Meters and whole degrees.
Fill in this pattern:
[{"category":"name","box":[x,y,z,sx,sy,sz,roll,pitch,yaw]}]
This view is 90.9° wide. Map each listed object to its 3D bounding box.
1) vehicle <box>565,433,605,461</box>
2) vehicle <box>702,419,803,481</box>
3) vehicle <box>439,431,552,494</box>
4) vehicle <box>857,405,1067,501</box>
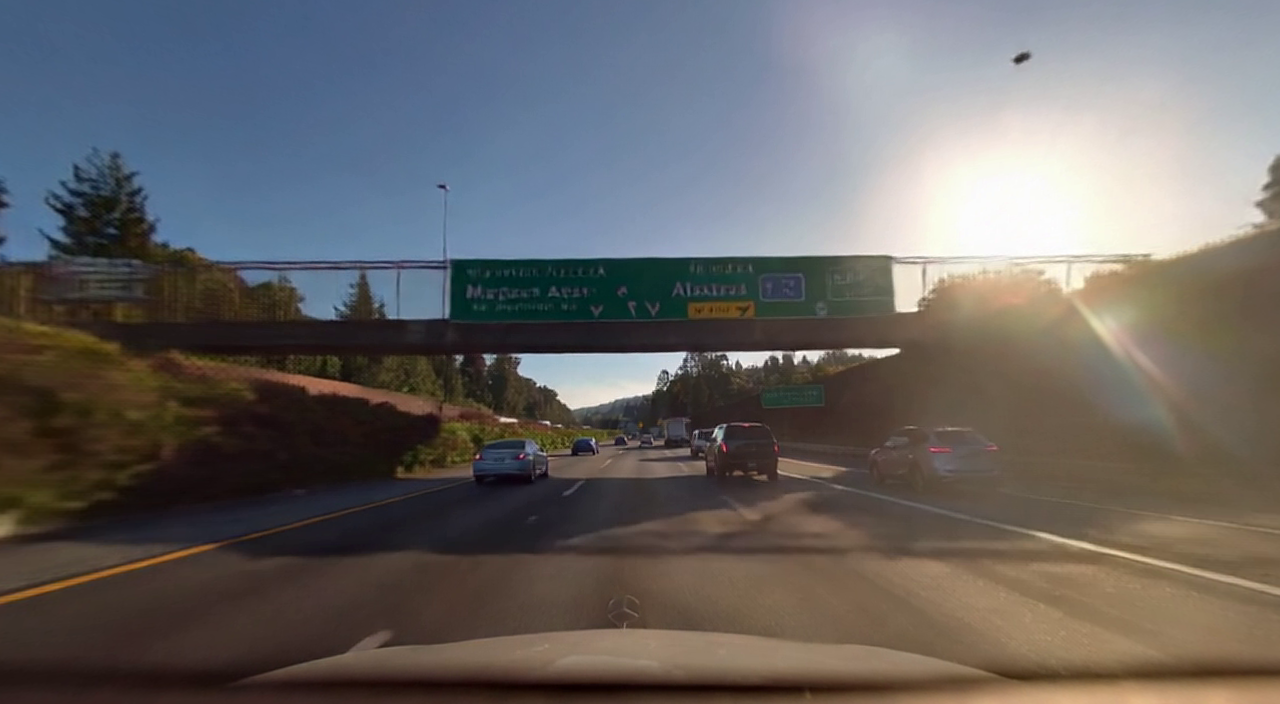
[{"category":"vehicle","box":[-3.341,5.890,39.307,2.020,1.628,4.248,0,-8,2]},{"category":"vehicle","box":[3.800,3.479,22.612,2.517,1.935,5.552,0,-8,-1]},{"category":"vehicle","box":[-3.708,2.909,16.985,1.978,1.473,4.073,0,-8,1]},{"category":"vehicle","box":[7.674,2.509,15.965,2.291,1.968,5.662,0,-8,0]}]
